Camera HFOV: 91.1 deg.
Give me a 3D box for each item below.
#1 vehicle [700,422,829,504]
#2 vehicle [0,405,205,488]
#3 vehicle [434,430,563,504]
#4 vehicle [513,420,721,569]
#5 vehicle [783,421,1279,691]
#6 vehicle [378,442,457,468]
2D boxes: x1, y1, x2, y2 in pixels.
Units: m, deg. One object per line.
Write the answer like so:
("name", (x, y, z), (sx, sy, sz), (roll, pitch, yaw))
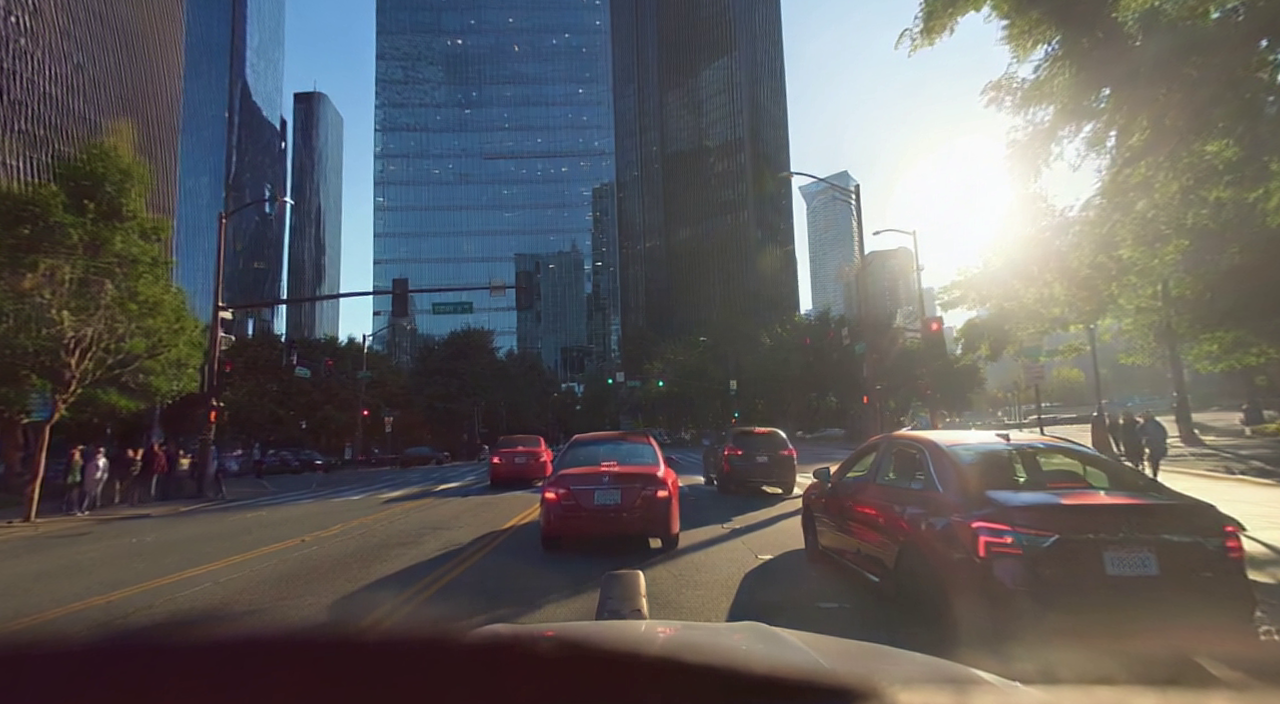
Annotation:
("vehicle", (2.879, 2.698, 15.688), (2.234, 1.723, 4.486), (0, -8, -1))
("vehicle", (-25.792, 4.349, 28.985), (8.989, 3.623, 2.884), (0, -8, -1))
("vehicle", (-3.222, 2.716, 15.290), (2.068, 1.513, 4.221), (0, -8, 1))
("vehicle", (-0.278, 1.722, 8.374), (2.072, 1.476, 4.078), (0, -8, -1))
("vehicle", (2.762, 1.430, 5.601), (1.952, 1.464, 4.165), (0, -8, -1))
("vehicle", (-13.021, 5.997, 36.645), (4.531, 1.427, 1.957), (-6, -10, 34))
